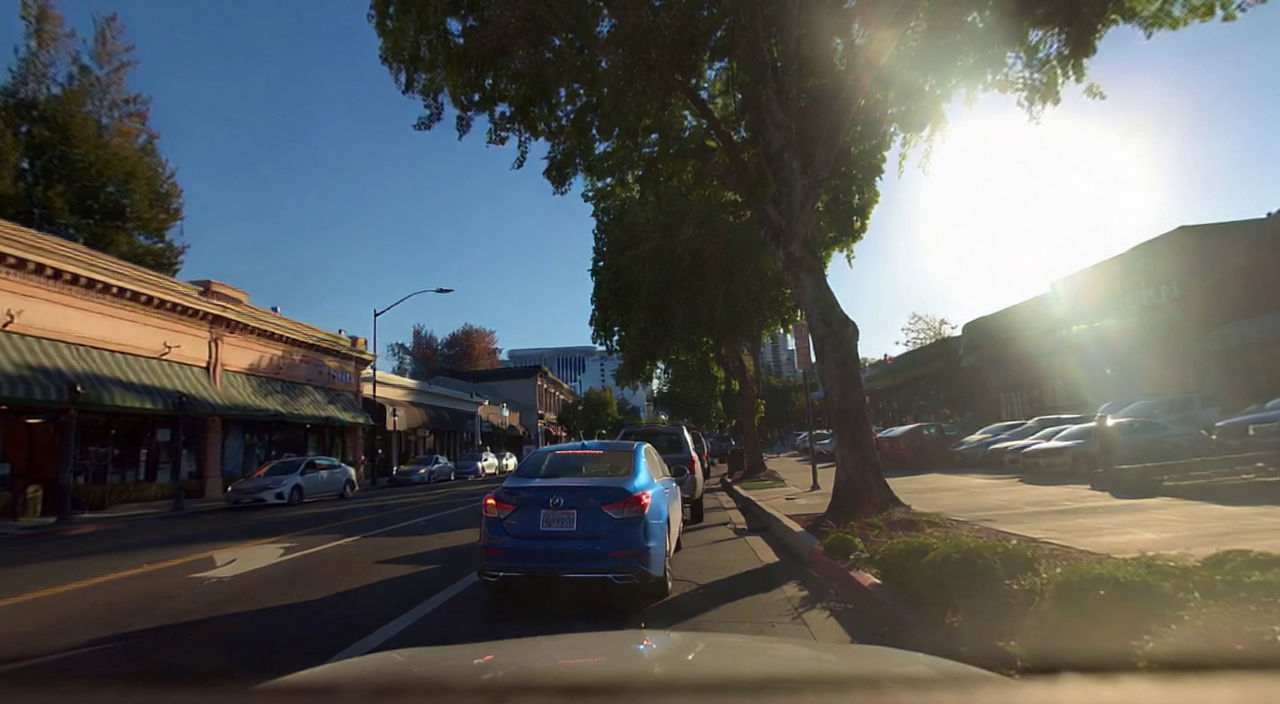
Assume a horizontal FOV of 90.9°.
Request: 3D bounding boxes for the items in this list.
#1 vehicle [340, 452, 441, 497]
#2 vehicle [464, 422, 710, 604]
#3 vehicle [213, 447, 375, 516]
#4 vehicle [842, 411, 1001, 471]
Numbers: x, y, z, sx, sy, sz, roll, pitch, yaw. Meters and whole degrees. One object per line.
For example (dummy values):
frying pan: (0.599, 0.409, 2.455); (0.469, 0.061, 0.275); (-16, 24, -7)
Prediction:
vehicle: (-10.250, 5.034, 26.286); (1.826, 1.432, 4.556); (-7, -9, 8)
vehicle: (-0.263, 1.631, 7.310); (1.939, 1.478, 3.922); (-2, -8, 9)
vehicle: (-11.001, 4.070, 20.595); (2.081, 1.718, 5.342); (-6, -9, 3)
vehicle: (9.018, 2.828, 20.225); (4.558, 1.528, 1.915); (-1, -8, -23)
